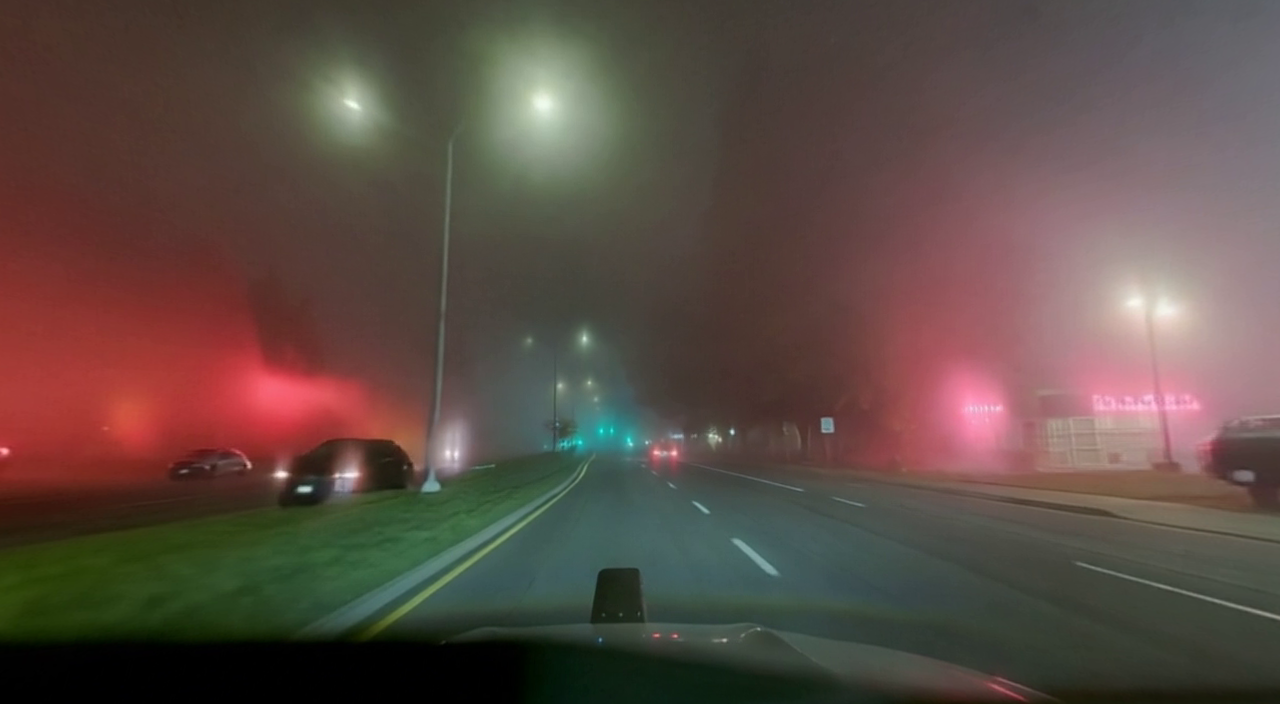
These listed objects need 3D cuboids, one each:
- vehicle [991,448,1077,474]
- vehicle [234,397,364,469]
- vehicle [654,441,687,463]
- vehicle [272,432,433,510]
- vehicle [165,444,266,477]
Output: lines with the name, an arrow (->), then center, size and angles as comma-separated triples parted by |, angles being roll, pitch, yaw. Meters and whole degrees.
vehicle -> 24.326, 6.691, 39.006 | 4.458, 1.465, 1.875 | 2, -9, -15
vehicle -> -20.602, 5.072, 39.060 | 3.154, 3.917, 9.345 | 0, -8, -3
vehicle -> 2.157, 7.202, 45.710 | 1.913, 1.473, 4.360 | 0, -8, -4
vehicle -> -6.875, 2.849, 15.890 | 2.180, 1.556, 5.130 | 2, -7, -7
vehicle -> -20.364, 5.198, 30.575 | 2.068, 1.408, 4.399 | -1, -8, -3
